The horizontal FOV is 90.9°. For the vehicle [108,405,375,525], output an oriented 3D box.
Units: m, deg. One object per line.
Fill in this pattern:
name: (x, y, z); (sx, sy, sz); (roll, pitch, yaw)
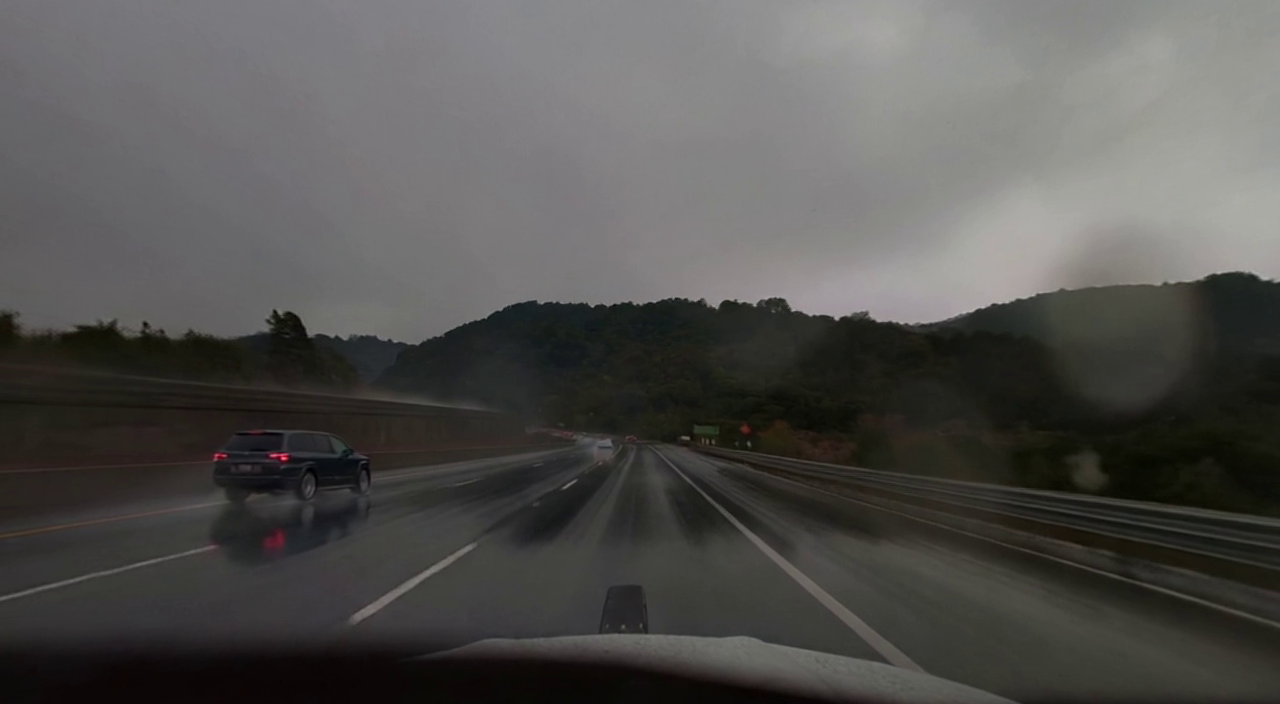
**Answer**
vehicle: (-7.514, 2.202, 12.757); (2.151, 1.925, 4.945); (0, -9, 0)
